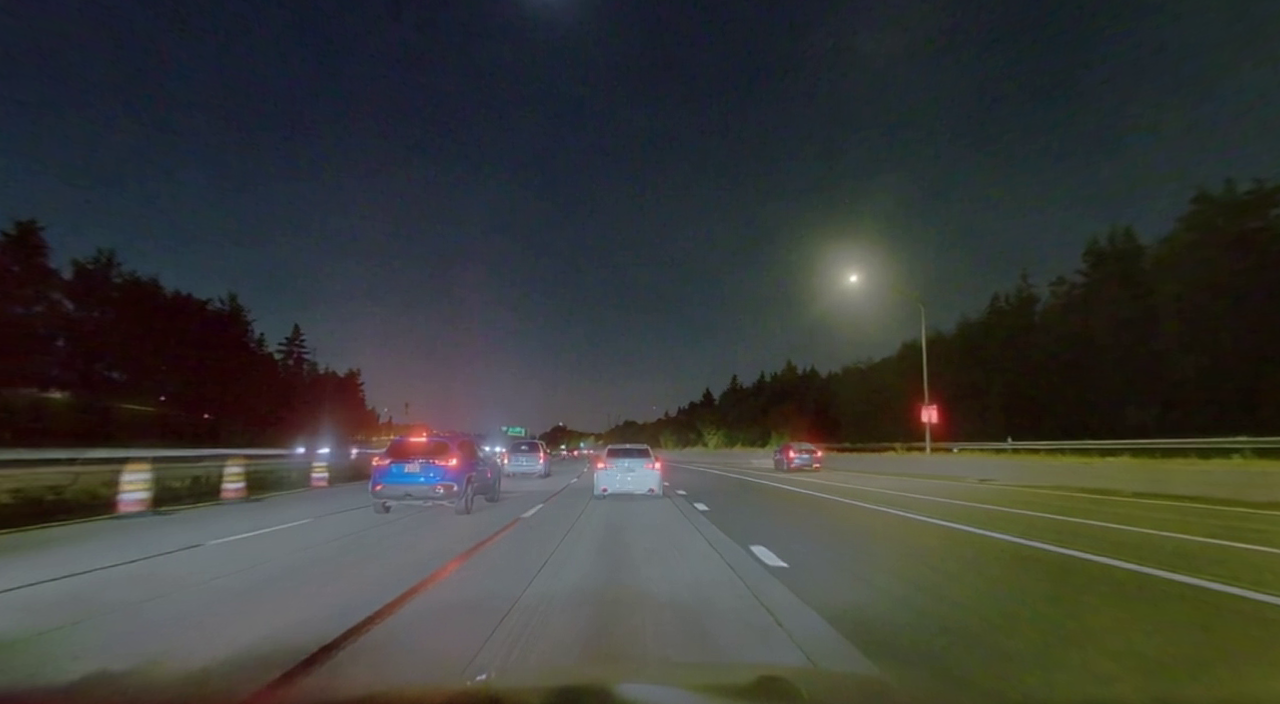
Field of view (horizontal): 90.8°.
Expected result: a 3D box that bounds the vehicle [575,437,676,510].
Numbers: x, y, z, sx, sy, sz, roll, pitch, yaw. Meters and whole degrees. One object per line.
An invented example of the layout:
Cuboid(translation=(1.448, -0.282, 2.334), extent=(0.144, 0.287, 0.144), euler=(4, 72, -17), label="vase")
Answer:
Cuboid(translation=(-0.370, 2.803, 15.086), extent=(2.069, 1.484, 3.982), euler=(0, -9, -2), label="vehicle")

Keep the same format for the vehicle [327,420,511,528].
Cuboid(translation=(-3.950, 2.251, 12.155), extent=(2.025, 1.708, 4.089), euler=(0, -9, 0), label="vehicle")

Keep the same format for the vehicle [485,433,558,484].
Cuboid(translation=(-4.314, 3.947, 23.640), extent=(1.982, 1.727, 4.057), euler=(0, -9, -1), label="vehicle")

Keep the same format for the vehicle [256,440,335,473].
Cuboid(translation=(-18.798, 5.680, 34.685), extent=(1.936, 1.710, 4.301), euler=(0, -8, -1), label="vehicle")
